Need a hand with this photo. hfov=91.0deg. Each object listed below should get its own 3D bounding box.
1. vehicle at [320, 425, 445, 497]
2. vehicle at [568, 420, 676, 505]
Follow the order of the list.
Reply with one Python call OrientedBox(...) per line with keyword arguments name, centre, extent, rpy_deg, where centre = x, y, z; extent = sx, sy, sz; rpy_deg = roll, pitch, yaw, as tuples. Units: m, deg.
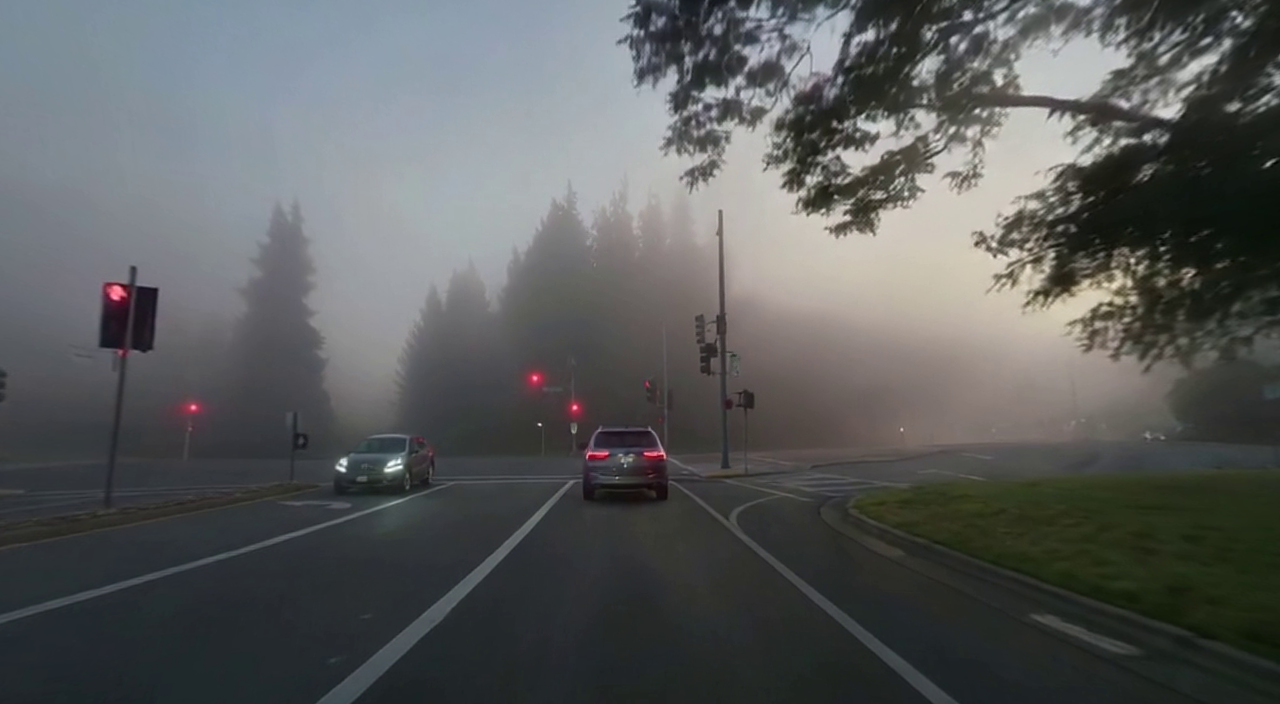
OrientedBox(name="vehicle", centre=(-6.811, 2.916, 17.179), extent=(2.020, 1.695, 4.187), rpy_deg=(1, -8, -6))
OrientedBox(name="vehicle", centre=(-0.527, 2.521, 14.742), extent=(2.154, 1.670, 4.140), rpy_deg=(1, -8, -5))
